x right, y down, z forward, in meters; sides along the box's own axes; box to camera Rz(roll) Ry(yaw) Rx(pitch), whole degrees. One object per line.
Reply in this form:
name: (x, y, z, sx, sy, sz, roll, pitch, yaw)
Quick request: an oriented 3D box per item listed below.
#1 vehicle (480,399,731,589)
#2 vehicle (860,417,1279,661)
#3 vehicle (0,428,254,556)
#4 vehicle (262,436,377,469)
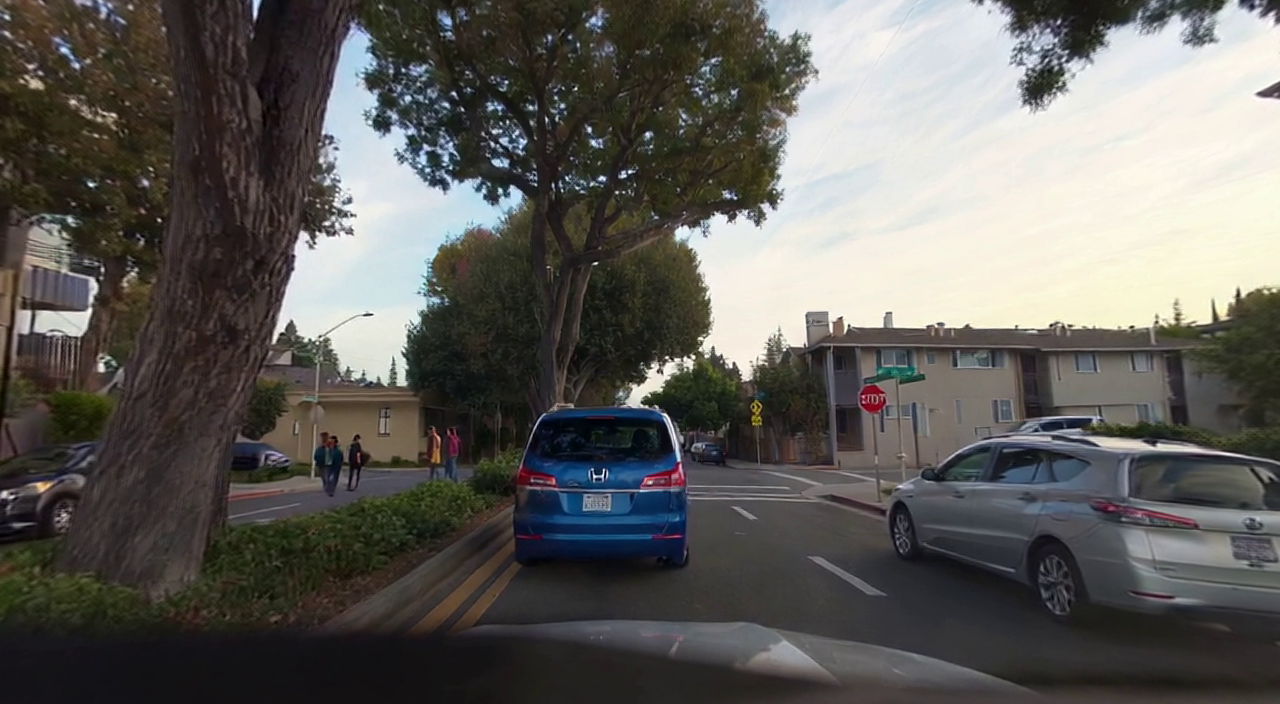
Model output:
vehicle: (-0.355, 1.698, 8.392, 2.377, 1.787, 4.652, 0, -8, -1)
vehicle: (4.224, 1.666, 6.707, 1.959, 1.581, 4.731, 4, -9, -2)
vehicle: (-8.284, 2.006, 9.853, 1.825, 1.532, 4.083, -3, -7, 2)
vehicle: (-15.012, 4.720, 29.651, 4.387, 1.495, 1.811, 1, -8, -3)
